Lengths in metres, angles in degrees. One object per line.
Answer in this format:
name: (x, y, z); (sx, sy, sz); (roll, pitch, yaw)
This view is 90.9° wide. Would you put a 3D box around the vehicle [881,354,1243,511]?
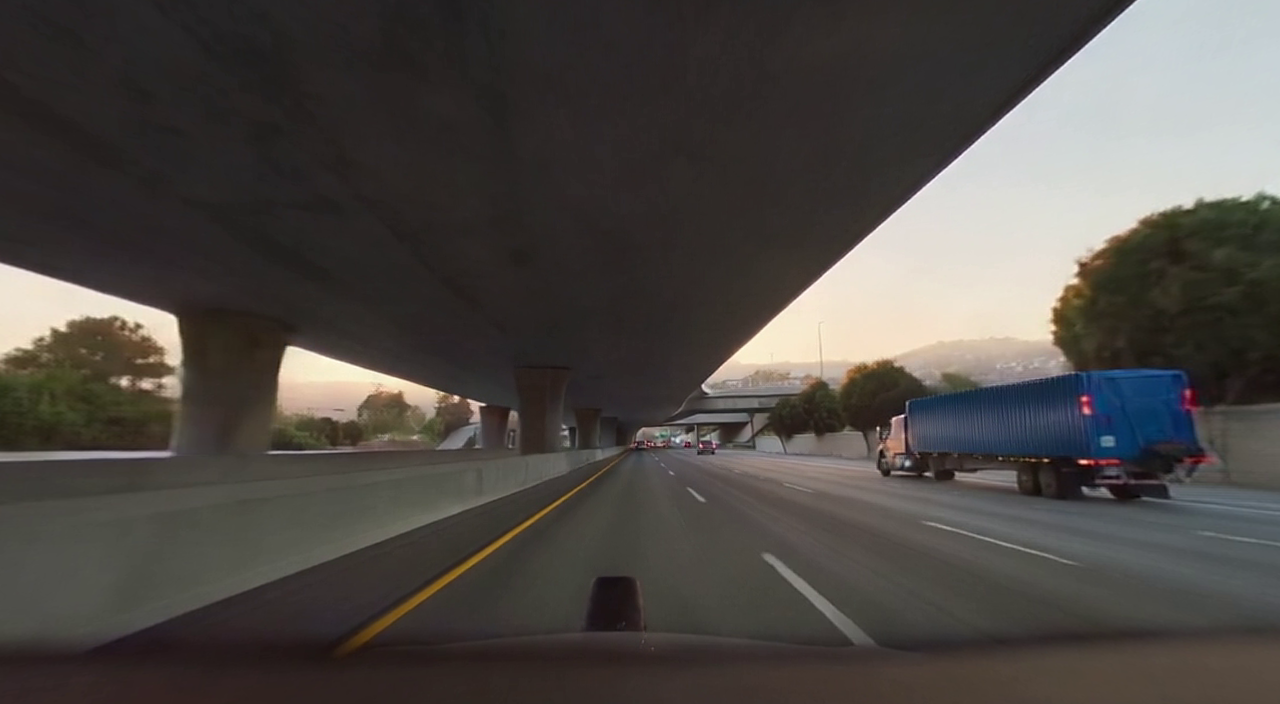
vehicle: (10.755, 2.435, 18.499); (2.960, 3.207, 10.950); (0, -8, -1)
